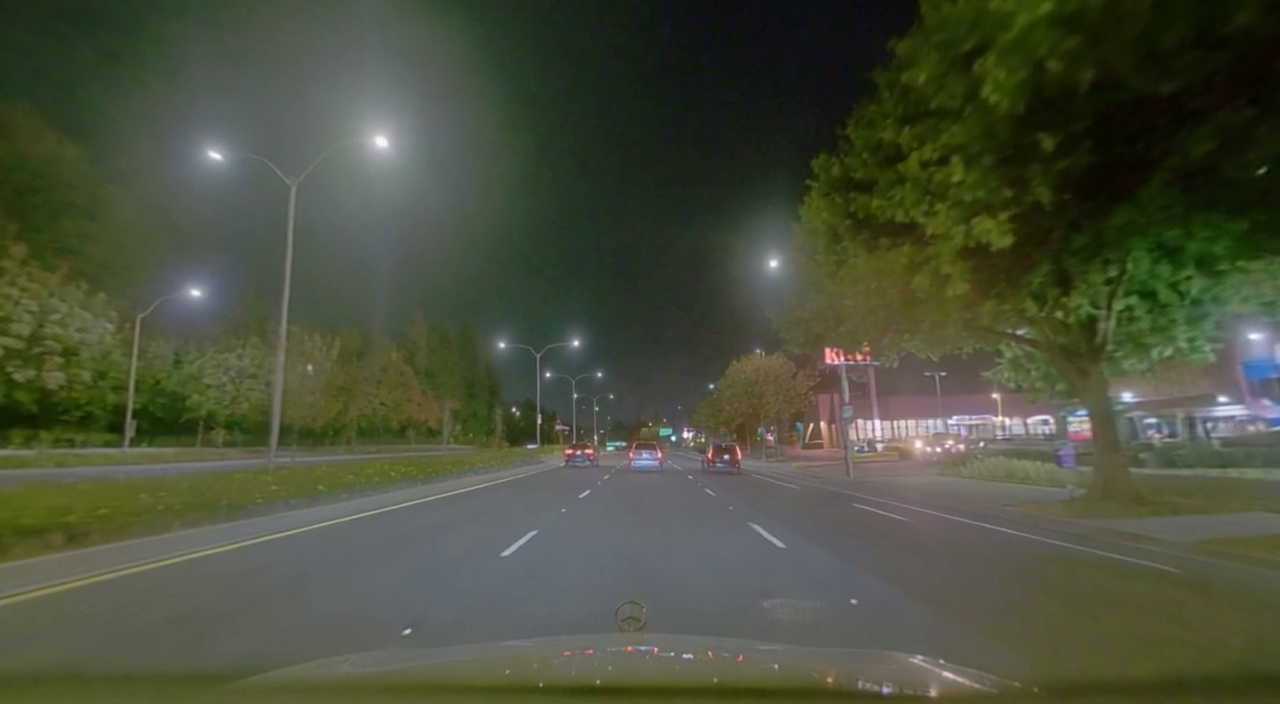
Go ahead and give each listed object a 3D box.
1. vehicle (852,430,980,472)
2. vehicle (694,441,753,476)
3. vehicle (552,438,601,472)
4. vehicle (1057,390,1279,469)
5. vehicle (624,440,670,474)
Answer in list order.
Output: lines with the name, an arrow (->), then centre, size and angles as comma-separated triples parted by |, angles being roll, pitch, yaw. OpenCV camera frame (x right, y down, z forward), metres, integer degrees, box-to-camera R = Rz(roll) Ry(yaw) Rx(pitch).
vehicle -> 13.391, 4.842, 30.834 | 5.144, 1.834, 2.188 | -2, -9, 2
vehicle -> 3.743, 4.861, 29.091 | 2.012, 1.462, 4.400 | 0, -8, -1
vehicle -> -3.133, 5.212, 32.040 | 1.995, 1.607, 4.086 | 0, -8, 1
vehicle -> 26.156, 3.901, 31.471 | 8.385, 3.654, 2.810 | -1, -8, 2
vehicle -> 0.313, 4.943, 29.953 | 2.059, 1.477, 4.216 | 0, -8, 0
